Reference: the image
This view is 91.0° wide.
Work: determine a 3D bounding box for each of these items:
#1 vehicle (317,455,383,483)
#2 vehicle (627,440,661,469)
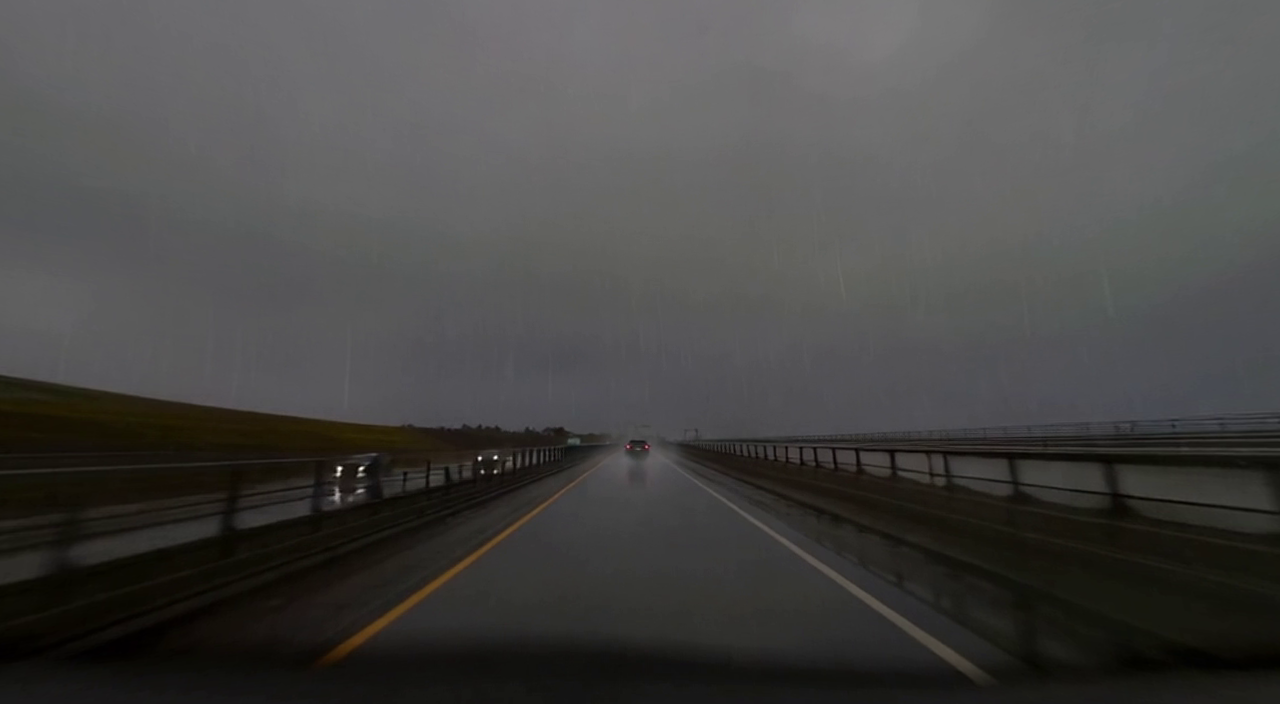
[{"bbox_3d":[-17.315,6.974,37.811,1.836,1.478,4.655,0,-8,-1],"label":"vehicle"},{"bbox_3d":[0.238,6.502,40.195,2.059,1.696,4.165,0,-8,0],"label":"vehicle"}]
